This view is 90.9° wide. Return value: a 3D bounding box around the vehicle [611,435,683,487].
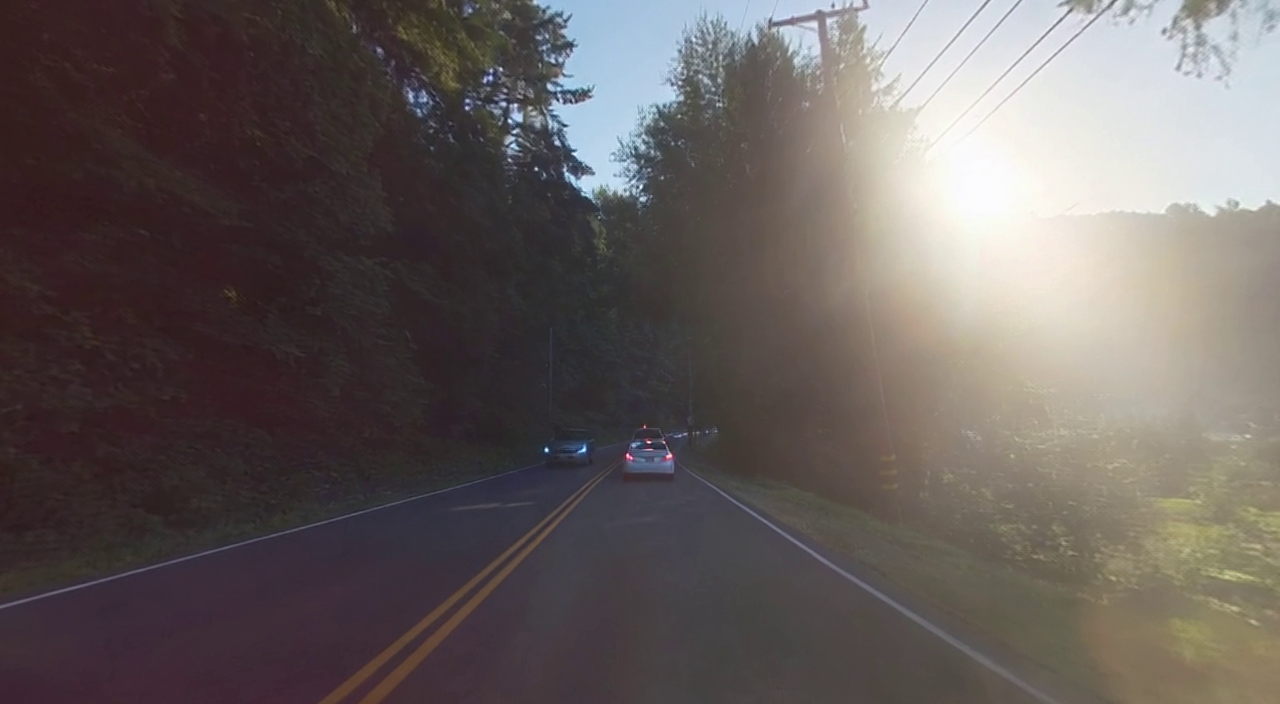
[{"bbox_3d":[0.178,3.429,20.132,2.081,1.503,3.726,0,-8,-1],"label":"vehicle"}]
